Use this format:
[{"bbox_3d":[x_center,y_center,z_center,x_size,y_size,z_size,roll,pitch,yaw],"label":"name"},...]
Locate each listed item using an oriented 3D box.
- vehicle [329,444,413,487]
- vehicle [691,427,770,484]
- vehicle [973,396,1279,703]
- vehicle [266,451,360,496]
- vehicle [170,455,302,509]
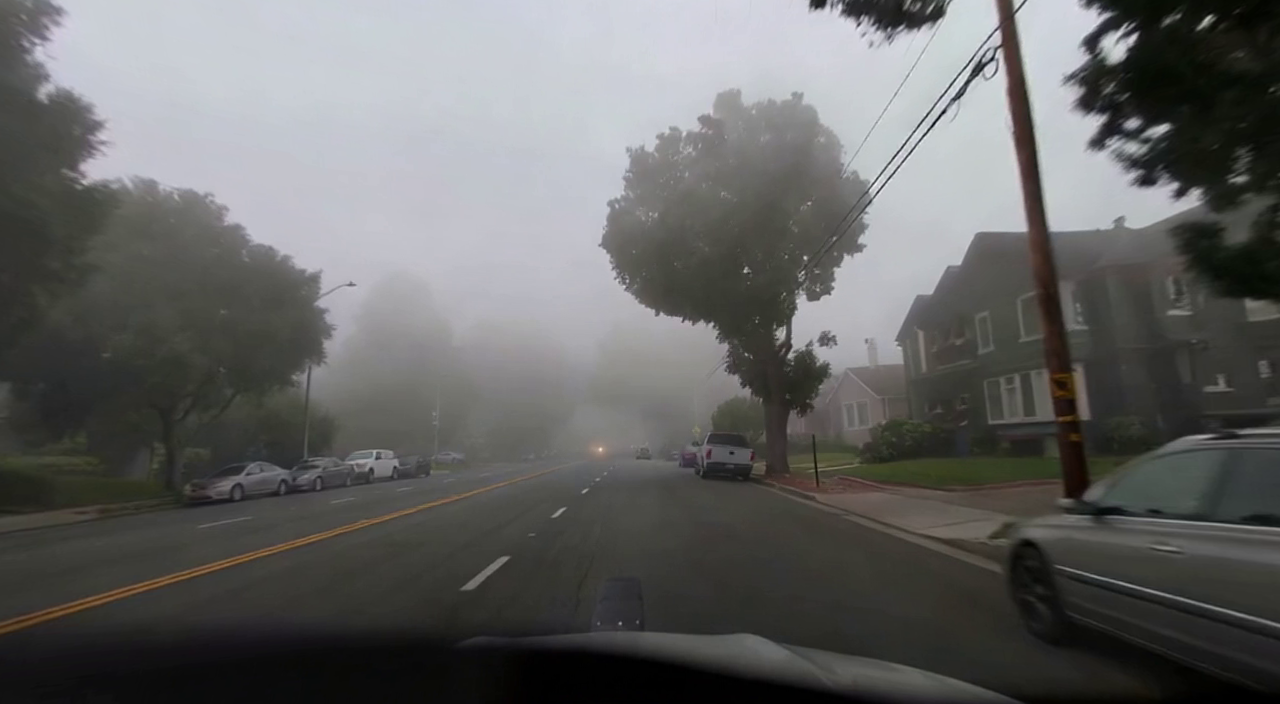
[{"bbox_3d":[-13.963,5.912,33.158,2.213,1.903,5.326,-5,-9,-2],"label":"vehicle"},{"bbox_3d":[3.511,4.227,26.000,2.327,2.026,6.259,0,-9,0],"label":"vehicle"},{"bbox_3d":[3.795,0.974,2.559,2.071,1.610,5.193,0,-9,0],"label":"vehicle"},{"bbox_3d":[-13.949,5.158,27.232,1.772,1.736,4.020,0,-9,1],"label":"vehicle"},{"bbox_3d":[-13.985,4.496,22.180,2.017,1.574,4.024,-4,-10,-1],"label":"vehicle"}]
